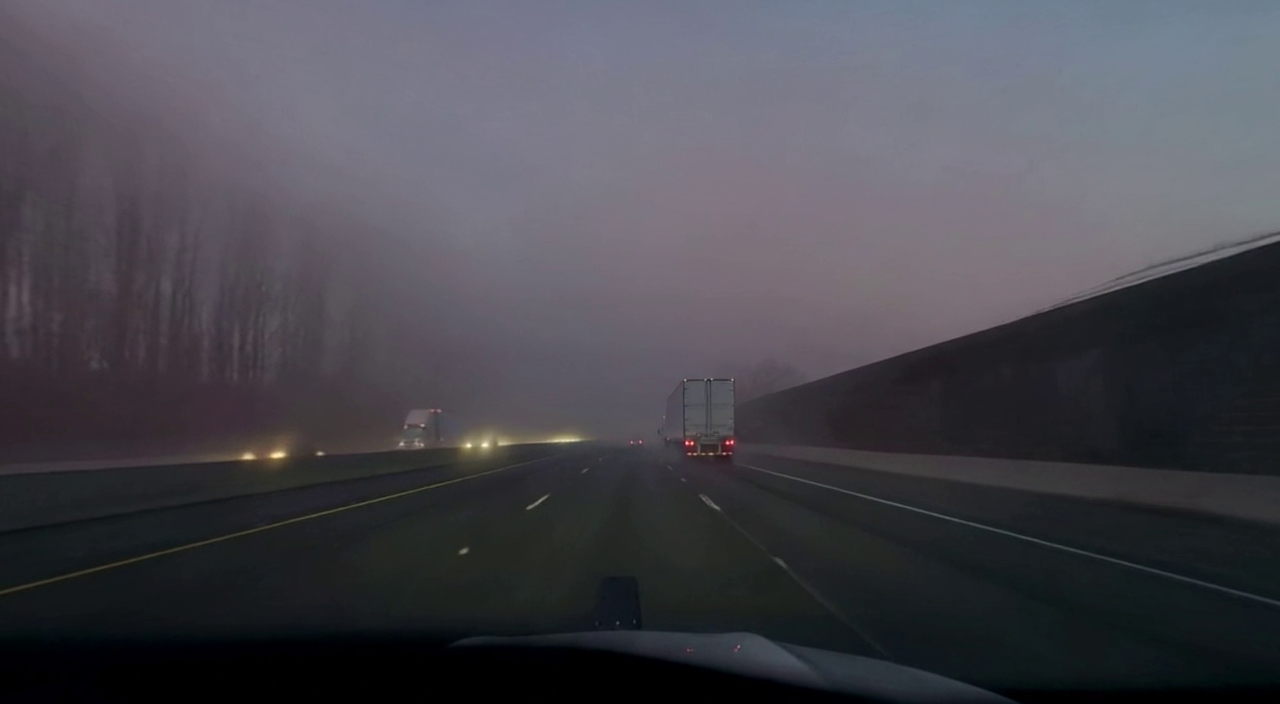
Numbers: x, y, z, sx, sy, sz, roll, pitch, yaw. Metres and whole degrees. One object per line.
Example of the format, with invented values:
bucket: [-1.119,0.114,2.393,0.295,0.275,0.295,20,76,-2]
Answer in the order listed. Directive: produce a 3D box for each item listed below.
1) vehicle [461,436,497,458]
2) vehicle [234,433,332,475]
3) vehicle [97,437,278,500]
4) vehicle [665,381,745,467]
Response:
vehicle: [-12.377,7.332,48.533,1.825,1.547,3.994,-2,-8,0]
vehicle: [-16.119,4.601,28.712,1.986,1.711,4.377,0,-8,-2]
vehicle: [-12.088,3.098,17.245,1.847,1.490,4.234,0,-8,-1]
vehicle: [3.499,4.518,38.437,2.979,4.161,15.508,1,-7,-1]
